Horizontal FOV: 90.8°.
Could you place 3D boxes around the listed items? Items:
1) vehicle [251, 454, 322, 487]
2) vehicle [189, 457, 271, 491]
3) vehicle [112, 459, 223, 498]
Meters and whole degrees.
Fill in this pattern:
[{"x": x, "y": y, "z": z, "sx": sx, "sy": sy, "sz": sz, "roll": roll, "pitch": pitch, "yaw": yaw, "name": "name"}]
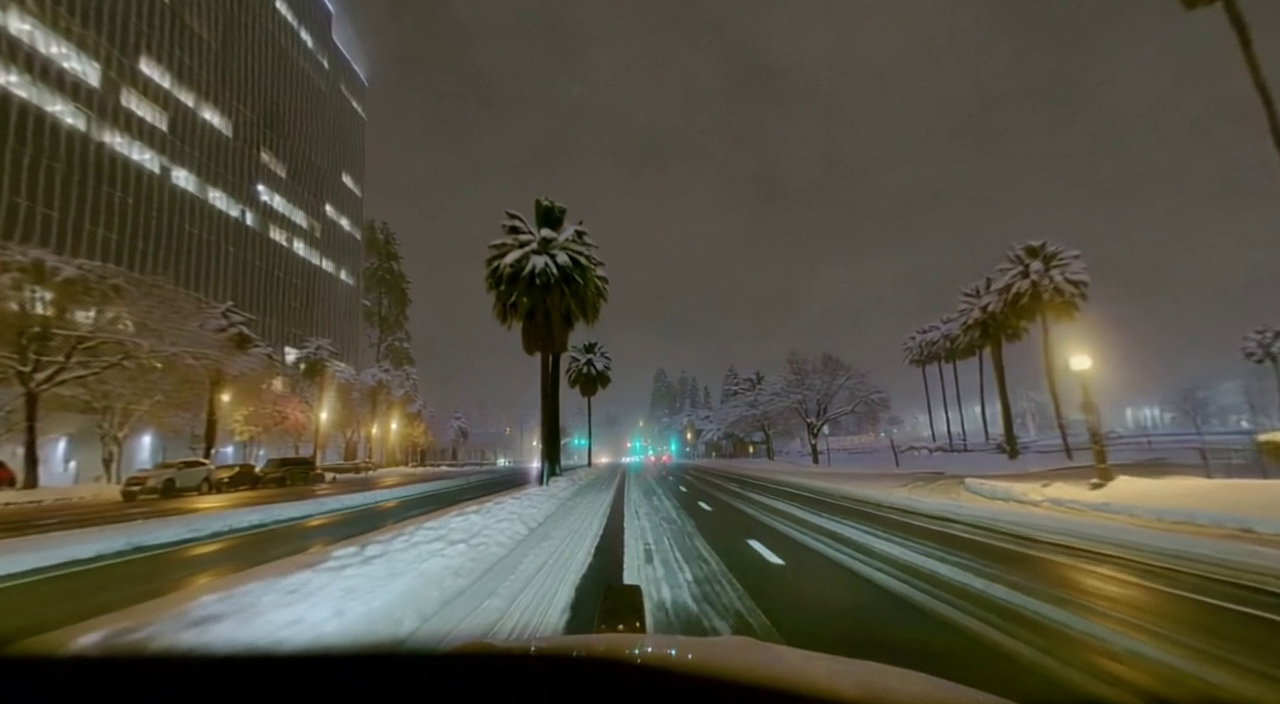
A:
[{"x": -25.789, "y": 8.602, "z": 46.307, "sx": 2.291, "sy": 2.040, "sz": 5.186, "roll": -3, "pitch": -8, "yaw": -1, "name": "vehicle"}, {"x": -25.811, "y": 7.682, "z": 40.056, "sx": 2.136, "sy": 1.843, "sz": 5.019, "roll": 0, "pitch": -8, "yaw": -5, "name": "vehicle"}, {"x": -25.416, "y": 6.787, "z": 34.294, "sx": 2.099, "sy": 1.814, "sz": 5.092, "roll": 0, "pitch": -8, "yaw": -1, "name": "vehicle"}]
